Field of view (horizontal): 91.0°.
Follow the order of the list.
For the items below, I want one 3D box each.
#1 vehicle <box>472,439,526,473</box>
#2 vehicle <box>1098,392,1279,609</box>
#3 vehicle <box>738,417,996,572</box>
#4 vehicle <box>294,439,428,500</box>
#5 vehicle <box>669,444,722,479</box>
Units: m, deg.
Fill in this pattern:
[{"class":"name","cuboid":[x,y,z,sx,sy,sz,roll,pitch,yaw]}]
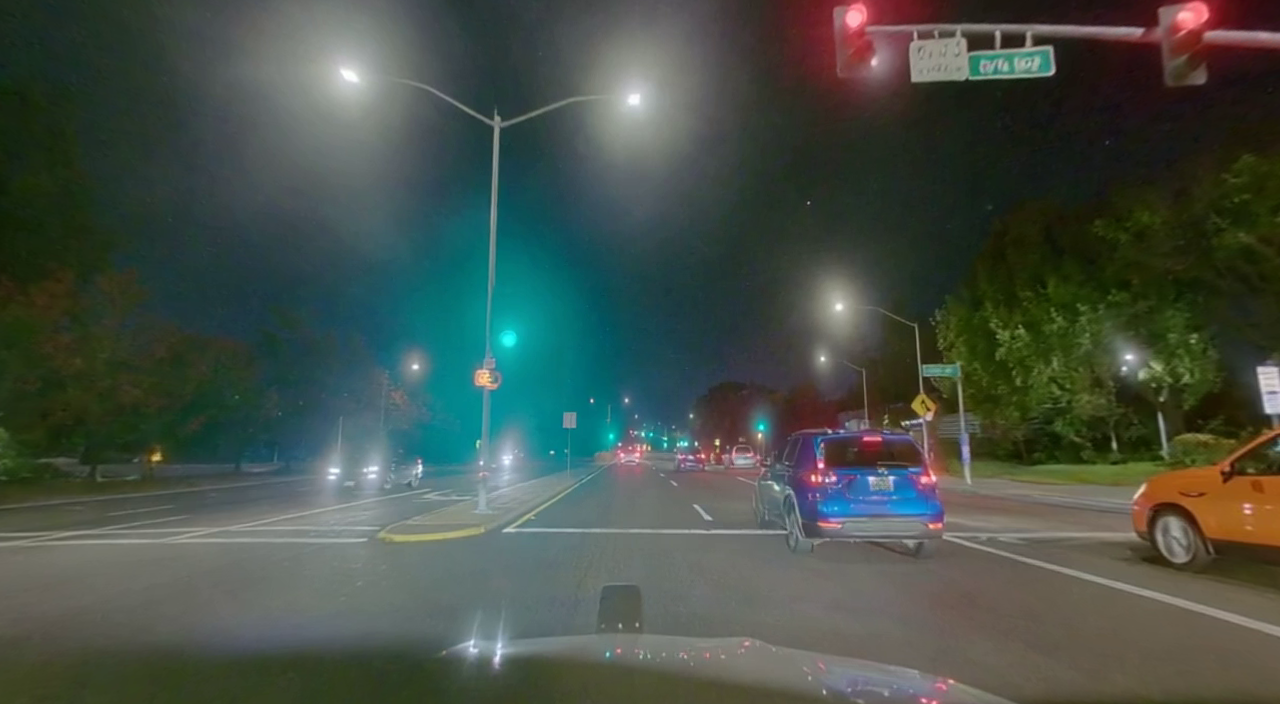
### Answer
[{"class":"vehicle","cuboid":[-9.185,6.805,41.557,2.215,2.062,5.360,0,-8,1]},{"class":"vehicle","cuboid":[6.492,1.200,4.964,2.153,1.811,4.595,0,-8,-2]},{"class":"vehicle","cuboid":[2.847,1.885,9.108,2.075,1.698,4.142,0,-8,-1]},{"class":"vehicle","cuboid":[-8.750,3.696,20.288,2.115,1.711,4.602,0,-8,1]},{"class":"vehicle","cuboid":[2.512,5.096,29.612,1.980,1.484,4.093,0,-8,-2]}]
